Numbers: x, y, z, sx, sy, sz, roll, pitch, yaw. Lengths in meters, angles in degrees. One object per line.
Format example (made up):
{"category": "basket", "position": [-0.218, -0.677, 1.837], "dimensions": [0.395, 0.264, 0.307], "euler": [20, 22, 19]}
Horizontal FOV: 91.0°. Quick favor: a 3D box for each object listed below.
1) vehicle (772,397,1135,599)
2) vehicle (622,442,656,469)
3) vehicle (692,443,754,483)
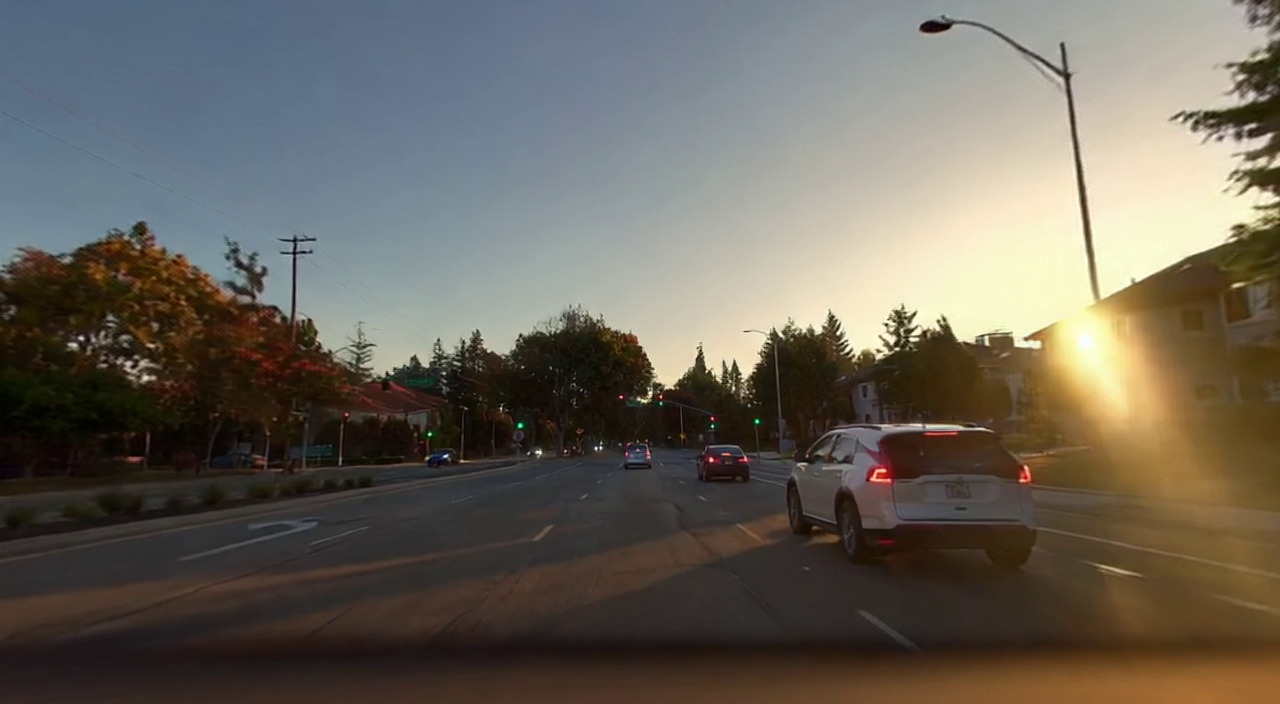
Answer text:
{"category": "vehicle", "position": [3.253, 1.631, 7.916], "dimensions": [2.129, 1.761, 4.610], "euler": [0, -9, 0]}
{"category": "vehicle", "position": [-0.096, 6.810, 41.563], "dimensions": [2.146, 1.685, 4.003], "euler": [0, -9, -1]}
{"category": "vehicle", "position": [3.186, 4.361, 25.021], "dimensions": [1.889, 1.451, 4.180], "euler": [0, -9, 0]}
